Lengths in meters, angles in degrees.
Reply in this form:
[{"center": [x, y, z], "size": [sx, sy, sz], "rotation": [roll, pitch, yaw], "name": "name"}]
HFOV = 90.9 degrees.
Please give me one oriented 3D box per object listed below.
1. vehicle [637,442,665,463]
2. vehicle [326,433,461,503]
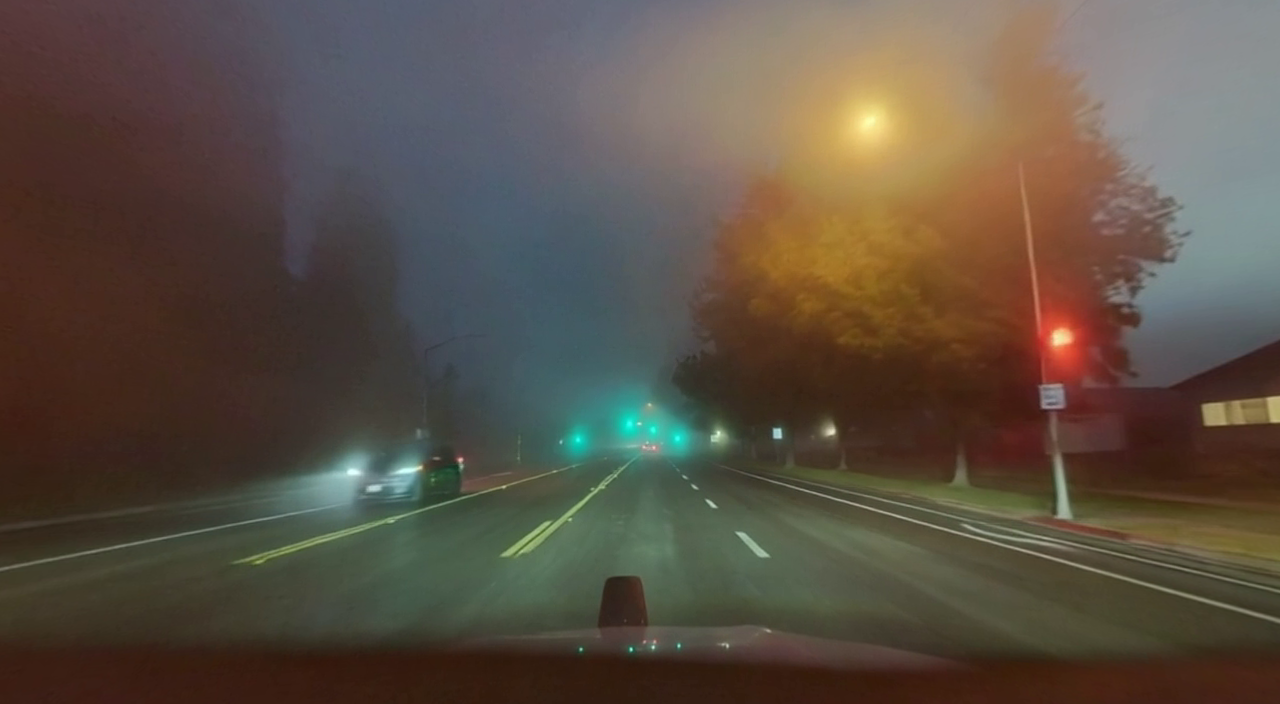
[{"center": [0.822, 7.721, 48.669], "size": [2.025, 1.492, 4.124], "rotation": [0, -8, 0], "name": "vehicle"}, {"center": [-6.762, 3.208, 17.896], "size": [2.008, 1.718, 4.356], "rotation": [0, -8, 1], "name": "vehicle"}]
